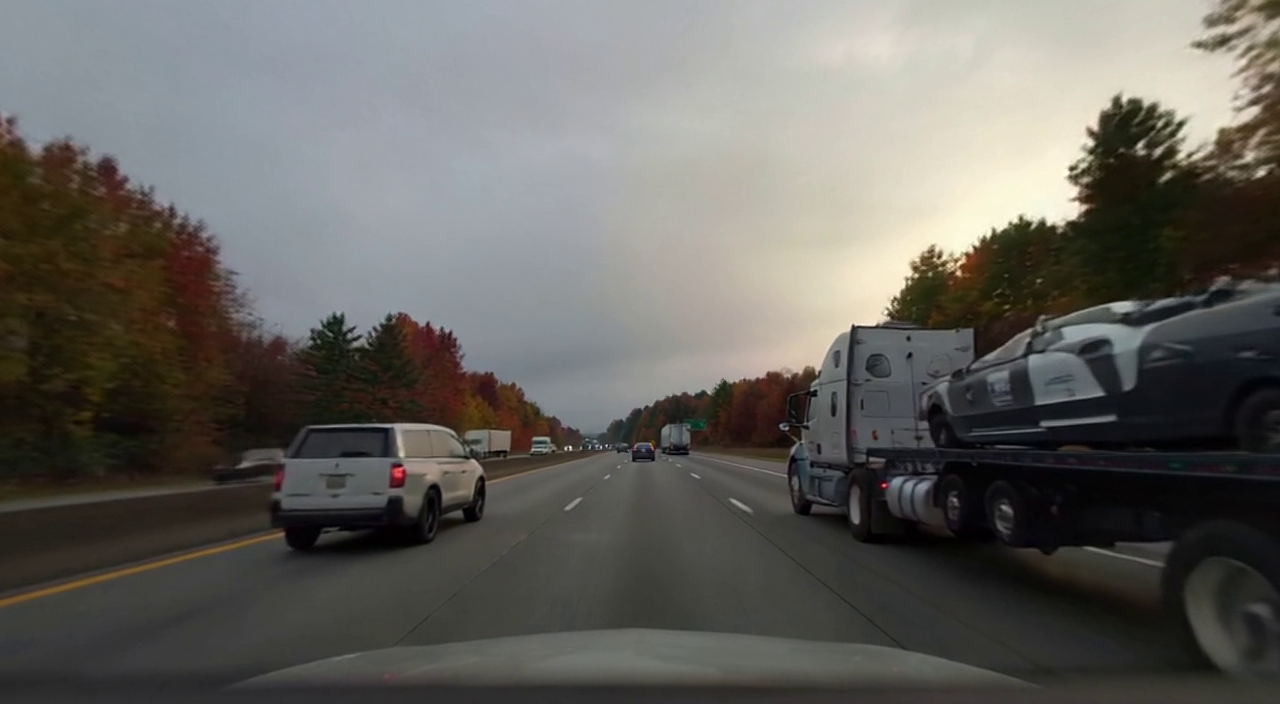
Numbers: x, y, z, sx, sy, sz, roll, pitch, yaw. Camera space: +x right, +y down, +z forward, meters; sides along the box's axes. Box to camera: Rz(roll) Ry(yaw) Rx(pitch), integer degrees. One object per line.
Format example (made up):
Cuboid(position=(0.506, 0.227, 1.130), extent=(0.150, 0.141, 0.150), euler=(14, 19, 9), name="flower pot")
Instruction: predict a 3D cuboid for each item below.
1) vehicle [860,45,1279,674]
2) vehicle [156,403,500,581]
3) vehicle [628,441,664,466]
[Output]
Cuboid(position=(4.926, -0.023, 2.859), extent=(3.150, 3.257, 13.098), euler=(0, -8, 0), name="vehicle")
Cuboid(position=(-3.488, 1.674, 8.377), extent=(2.077, 1.669, 4.739), euler=(0, -8, 1), name="vehicle")
Cuboid(position=(0.364, 6.395, 39.862), extent=(2.152, 1.484, 4.211), euler=(0, -8, 1), name="vehicle")
